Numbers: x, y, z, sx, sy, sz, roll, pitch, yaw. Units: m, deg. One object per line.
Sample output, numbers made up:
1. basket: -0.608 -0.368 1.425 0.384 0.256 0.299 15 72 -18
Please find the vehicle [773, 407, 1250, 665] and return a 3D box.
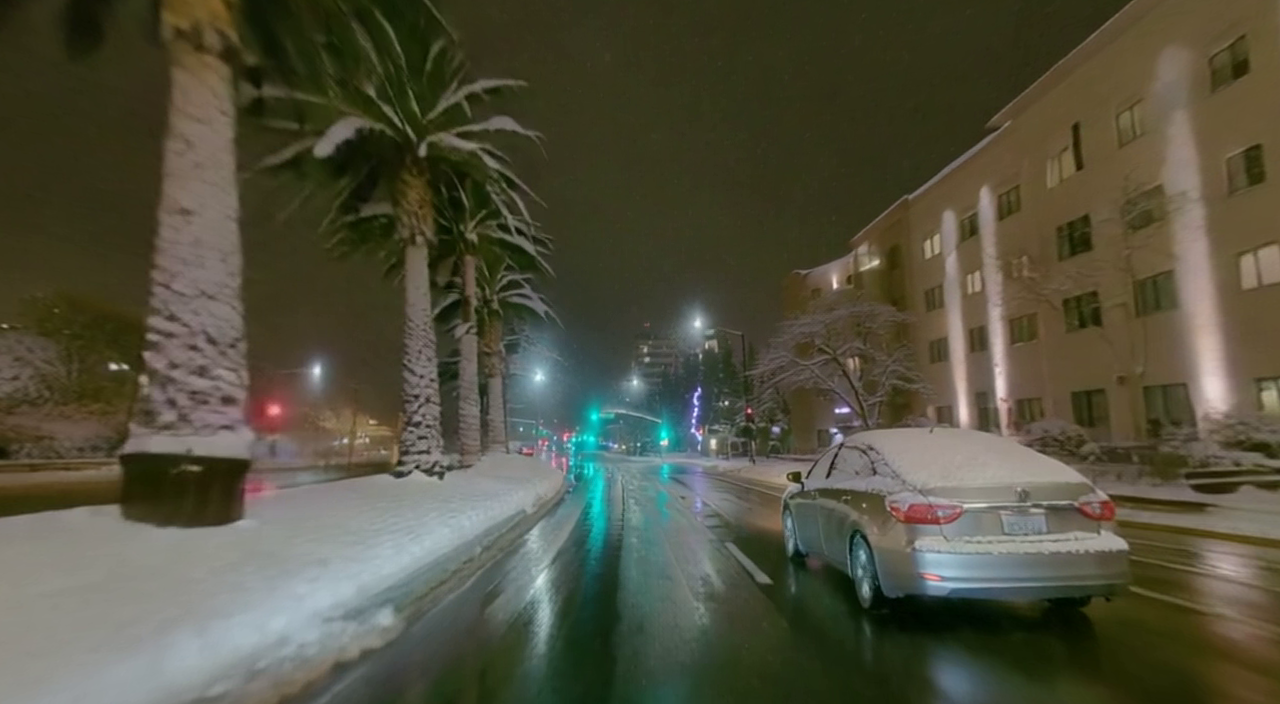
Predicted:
1. vehicle: 2.741 1.440 6.072 1.867 1.554 4.301 0 -8 -2
